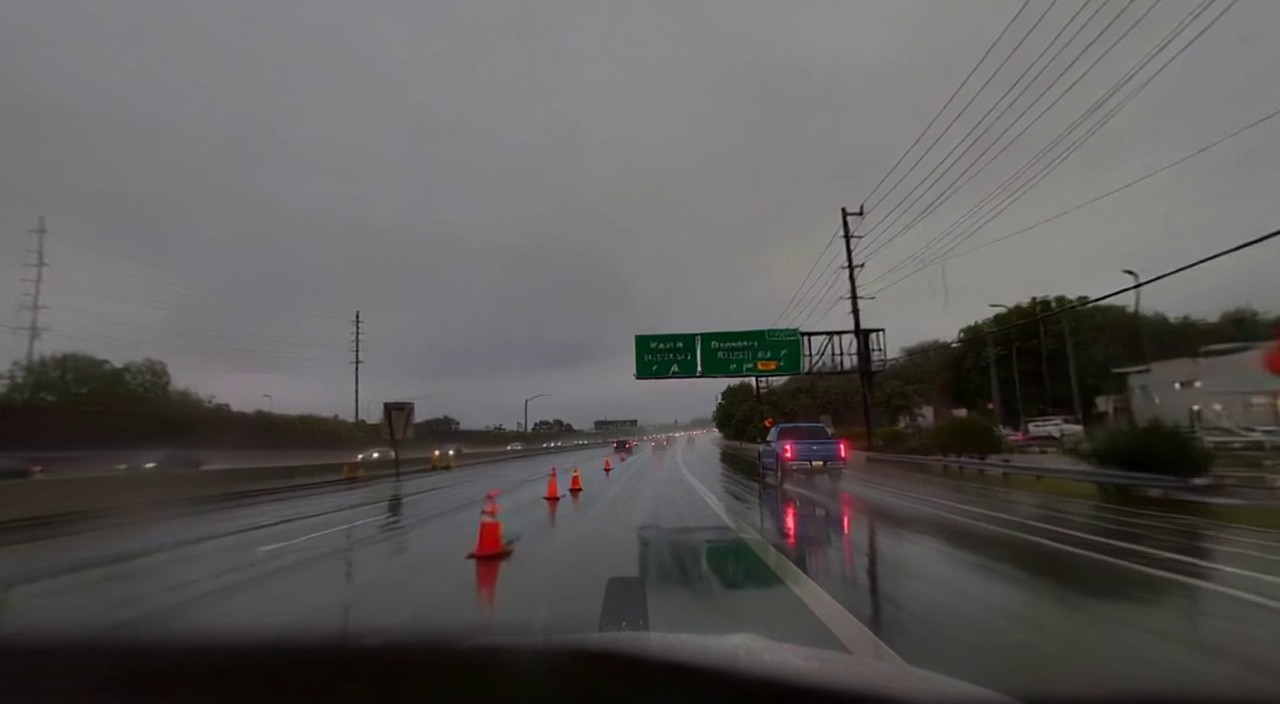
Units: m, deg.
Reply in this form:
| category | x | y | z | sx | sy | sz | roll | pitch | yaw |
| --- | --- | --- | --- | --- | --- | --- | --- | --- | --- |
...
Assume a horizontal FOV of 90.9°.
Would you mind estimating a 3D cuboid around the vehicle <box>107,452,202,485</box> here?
| category | x | y | z | sx | sy | sz | roll | pitch | yaw |
| --- | --- | --- | --- | --- | --- | --- | --- | --- | --- |
| vehicle | -27.182 | 6.520 | 35.493 | 1.868 | 1.682 | 4.276 | 0 | -8 | 1 |

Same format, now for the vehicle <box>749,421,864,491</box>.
| category | x | y | z | sx | sy | sz | roll | pitch | yaw |
| --- | --- | --- | --- | --- | --- | --- | --- | --- | --- |
| vehicle | 4.887 | 3.146 | 19.450 | 2.186 | 1.840 | 5.289 | 0 | -8 | 1 |
